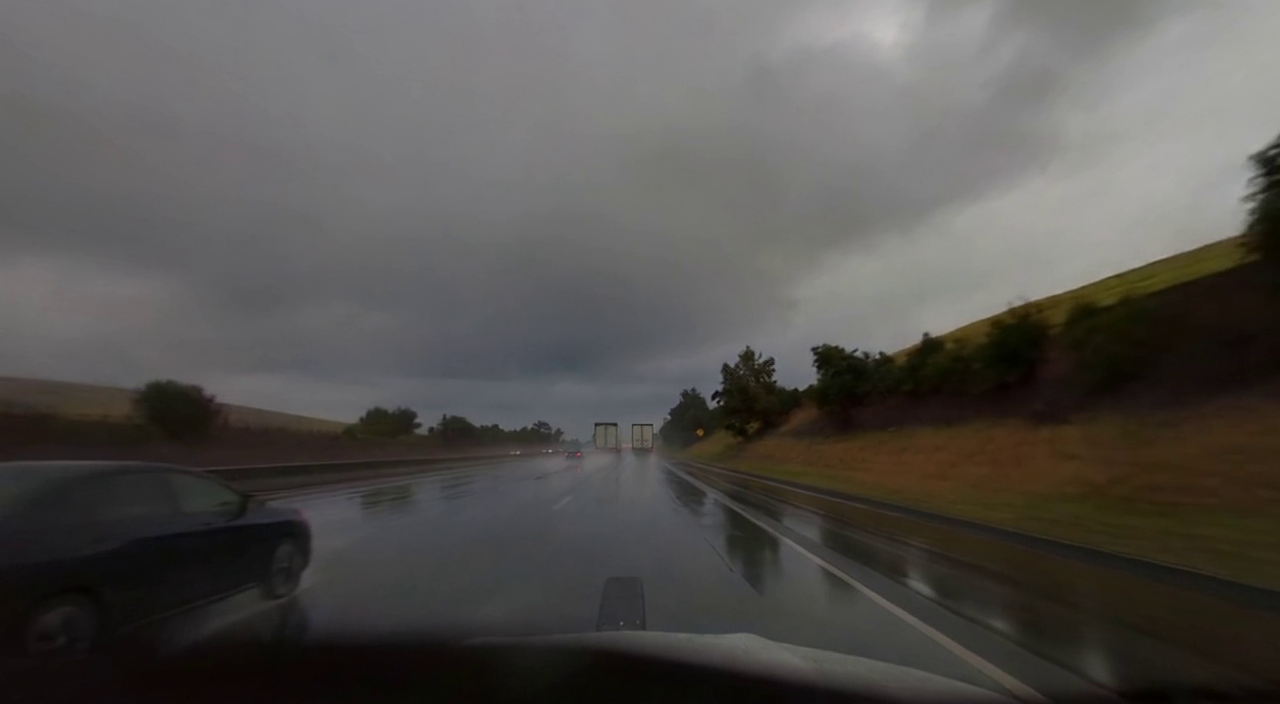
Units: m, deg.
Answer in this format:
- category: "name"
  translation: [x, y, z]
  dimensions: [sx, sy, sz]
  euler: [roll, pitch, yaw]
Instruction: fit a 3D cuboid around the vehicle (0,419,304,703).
- category: "vehicle"
  translation: [-4.238, 1.213, 3.803]
  dimensions: [1.992, 1.535, 4.406]
  euler: [0, -9, 0]
